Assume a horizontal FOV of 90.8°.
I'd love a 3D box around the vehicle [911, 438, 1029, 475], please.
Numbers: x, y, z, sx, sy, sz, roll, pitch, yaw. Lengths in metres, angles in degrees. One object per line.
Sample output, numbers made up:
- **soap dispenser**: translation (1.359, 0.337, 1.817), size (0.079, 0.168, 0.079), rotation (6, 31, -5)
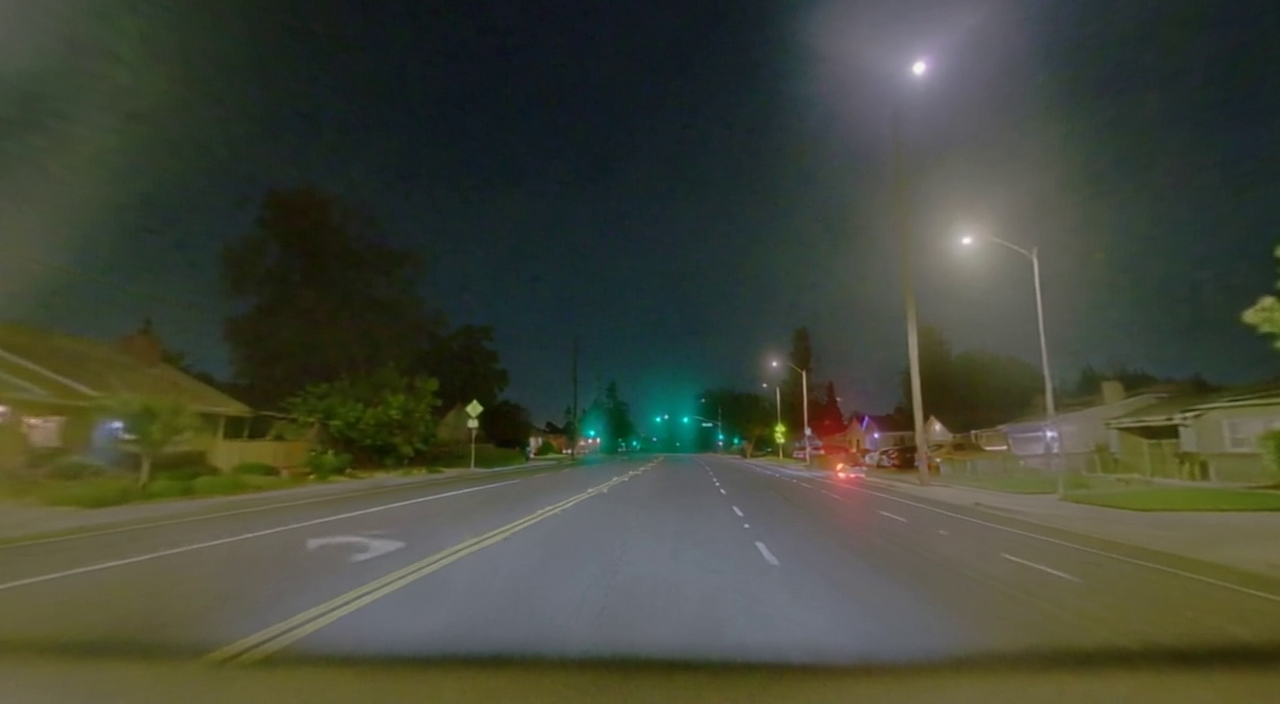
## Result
- **vehicle**: translation (17.037, 5.390, 32.806), size (4.854, 1.803, 2.179), rotation (0, -8, 0)
